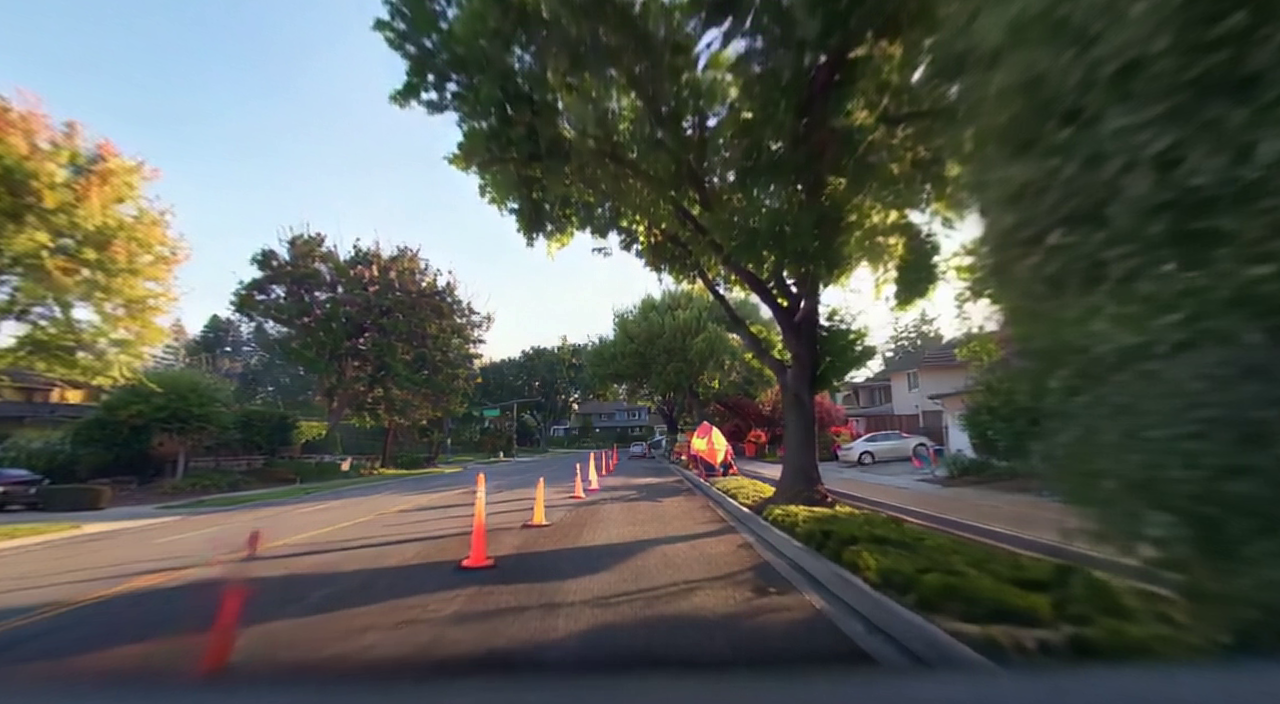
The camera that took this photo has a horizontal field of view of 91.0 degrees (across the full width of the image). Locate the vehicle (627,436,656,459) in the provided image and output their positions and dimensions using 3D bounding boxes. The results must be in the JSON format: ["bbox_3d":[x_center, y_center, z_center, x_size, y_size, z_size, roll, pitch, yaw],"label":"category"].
[{"bbox_3d":[0.102,7.490,49.305,2.151,1.708,4.084,0,-9,0],"label":"vehicle"}]

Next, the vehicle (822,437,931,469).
[{"bbox_3d":[11.232,4.824,30.117,4.463,1.466,1.813,-1,-9,4],"label":"vehicle"}]

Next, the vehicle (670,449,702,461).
[{"bbox_3d":[3.415,7.744,47.494,2.123,0.883,3.024,0,-9,-1],"label":"vehicle"}]

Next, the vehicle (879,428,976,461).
[{"bbox_3d":[15.622,5.046,34.313,4.302,1.736,1.932,0,-8,-2],"label":"vehicle"}]
